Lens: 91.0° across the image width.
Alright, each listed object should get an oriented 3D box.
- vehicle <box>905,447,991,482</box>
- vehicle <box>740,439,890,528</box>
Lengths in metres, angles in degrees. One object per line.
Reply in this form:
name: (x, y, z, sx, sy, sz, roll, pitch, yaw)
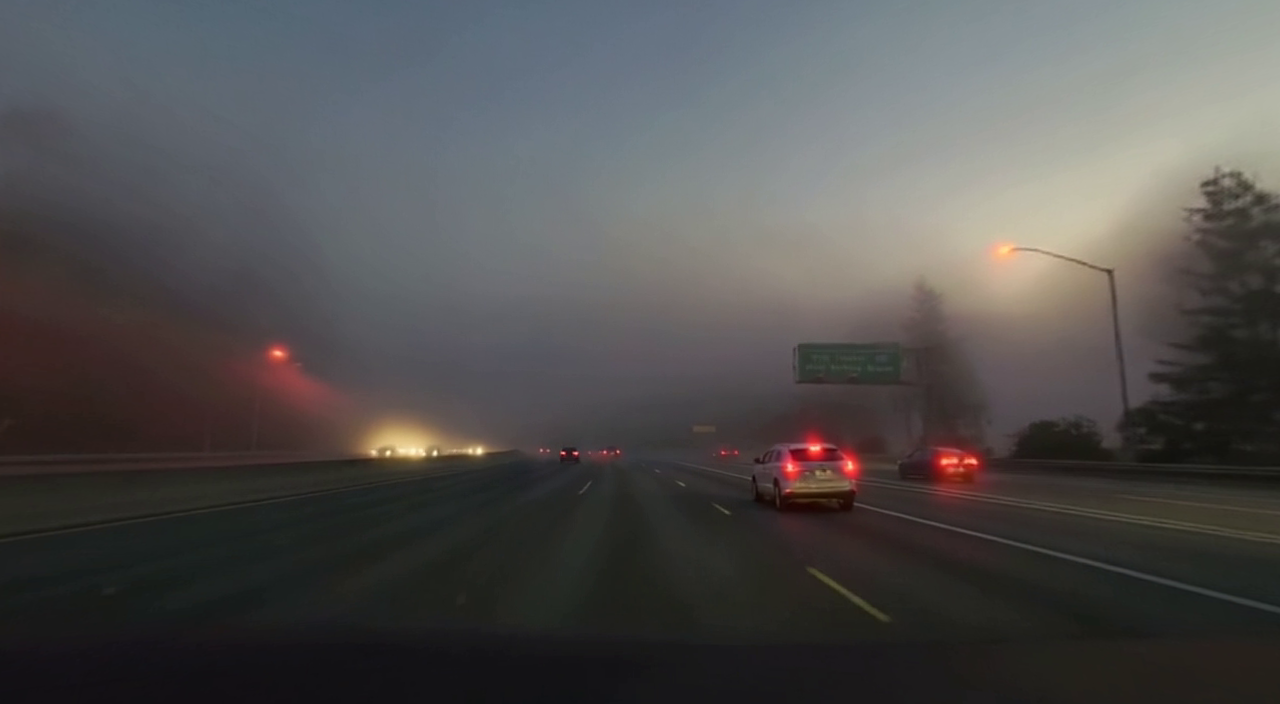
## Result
vehicle: (14.300, 5.223, 29.532, 1.878, 1.486, 4.636, 0, -9, 3)
vehicle: (3.418, 2.644, 13.152, 1.975, 1.562, 3.823, 0, -9, -1)
